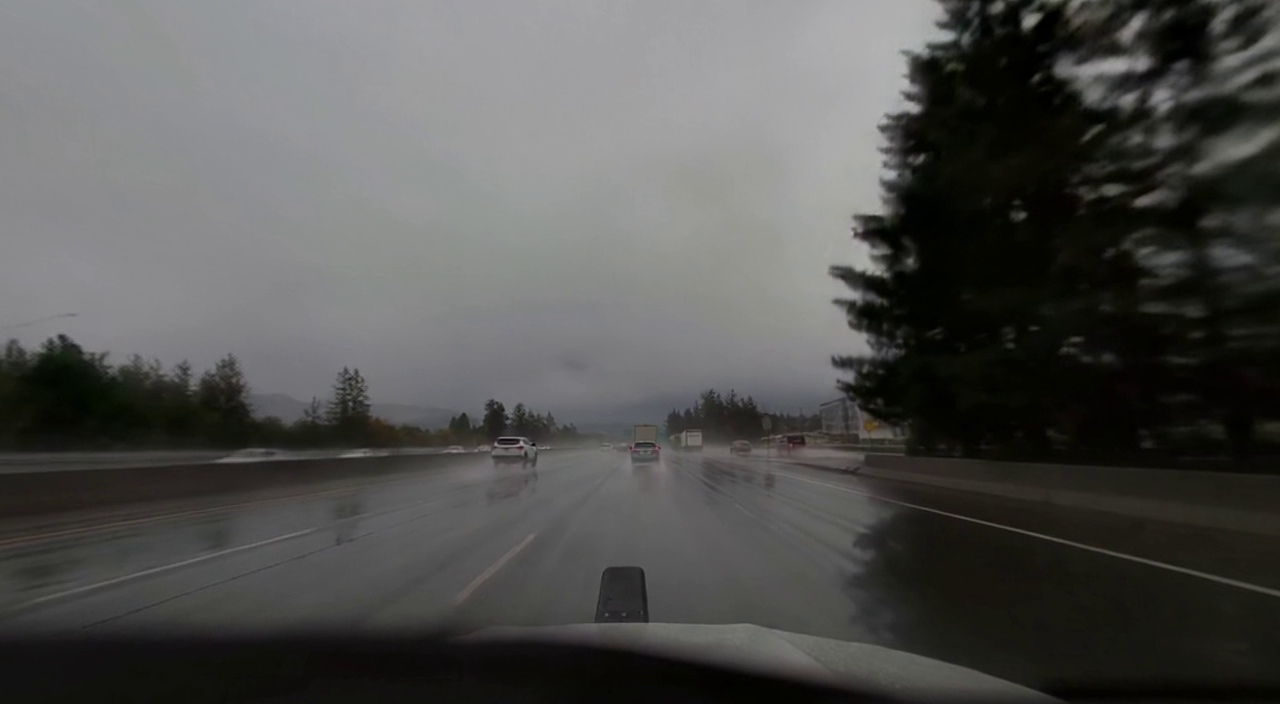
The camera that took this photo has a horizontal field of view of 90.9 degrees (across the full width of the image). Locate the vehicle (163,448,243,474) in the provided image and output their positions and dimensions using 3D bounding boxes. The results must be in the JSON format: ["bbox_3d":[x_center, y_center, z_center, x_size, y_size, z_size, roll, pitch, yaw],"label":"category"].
[{"bbox_3d":[-28.729,7.154,41.677,1.947,1.564,4.628,0,-8,1],"label":"vehicle"}]

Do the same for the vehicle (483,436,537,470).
[{"bbox_3d":[-7.406,5.785,36.363,2.093,1.789,4.399,0,-8,1],"label":"vehicle"}]

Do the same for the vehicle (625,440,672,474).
[{"bbox_3d":[0.360,5.068,30.692,2.112,1.482,4.082,0,-8,0],"label":"vehicle"}]

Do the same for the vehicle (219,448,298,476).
[{"bbox_3d":[-21.448,6.194,35.689,1.836,1.469,4.067,0,-8,1],"label":"vehicle"}]
